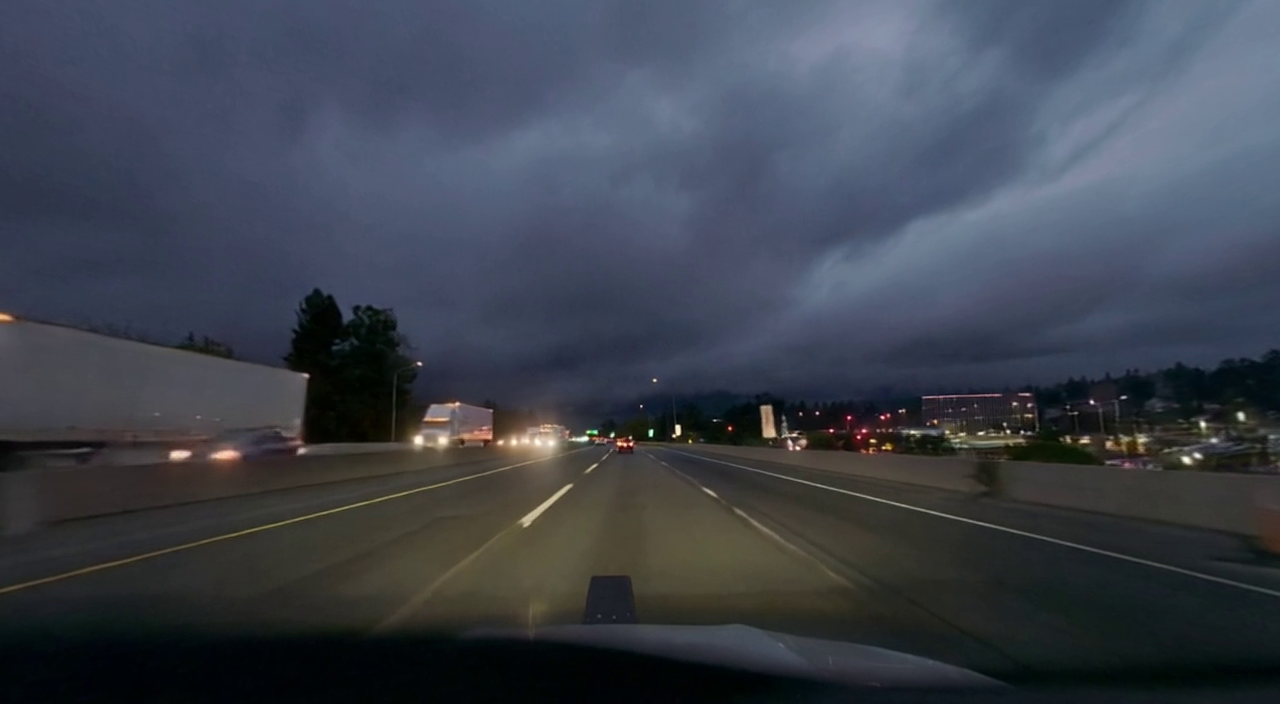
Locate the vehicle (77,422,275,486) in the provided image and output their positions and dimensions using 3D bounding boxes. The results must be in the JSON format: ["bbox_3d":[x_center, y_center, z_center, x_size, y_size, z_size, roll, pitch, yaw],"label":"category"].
[{"bbox_3d":[-12.664,2.821,17.701,2.006,1.512,4.784,0,-8,-2],"label":"vehicle"}]

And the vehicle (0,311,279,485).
[{"bbox_3d":[-16.744,1.792,19.699,3.003,4.074,13.799,0,-8,-1],"label":"vehicle"}]

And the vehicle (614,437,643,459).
[{"bbox_3d":[-0.921,7.177,47.148,2.099,1.504,3.843,0,-8,-2],"label":"vehicle"}]
